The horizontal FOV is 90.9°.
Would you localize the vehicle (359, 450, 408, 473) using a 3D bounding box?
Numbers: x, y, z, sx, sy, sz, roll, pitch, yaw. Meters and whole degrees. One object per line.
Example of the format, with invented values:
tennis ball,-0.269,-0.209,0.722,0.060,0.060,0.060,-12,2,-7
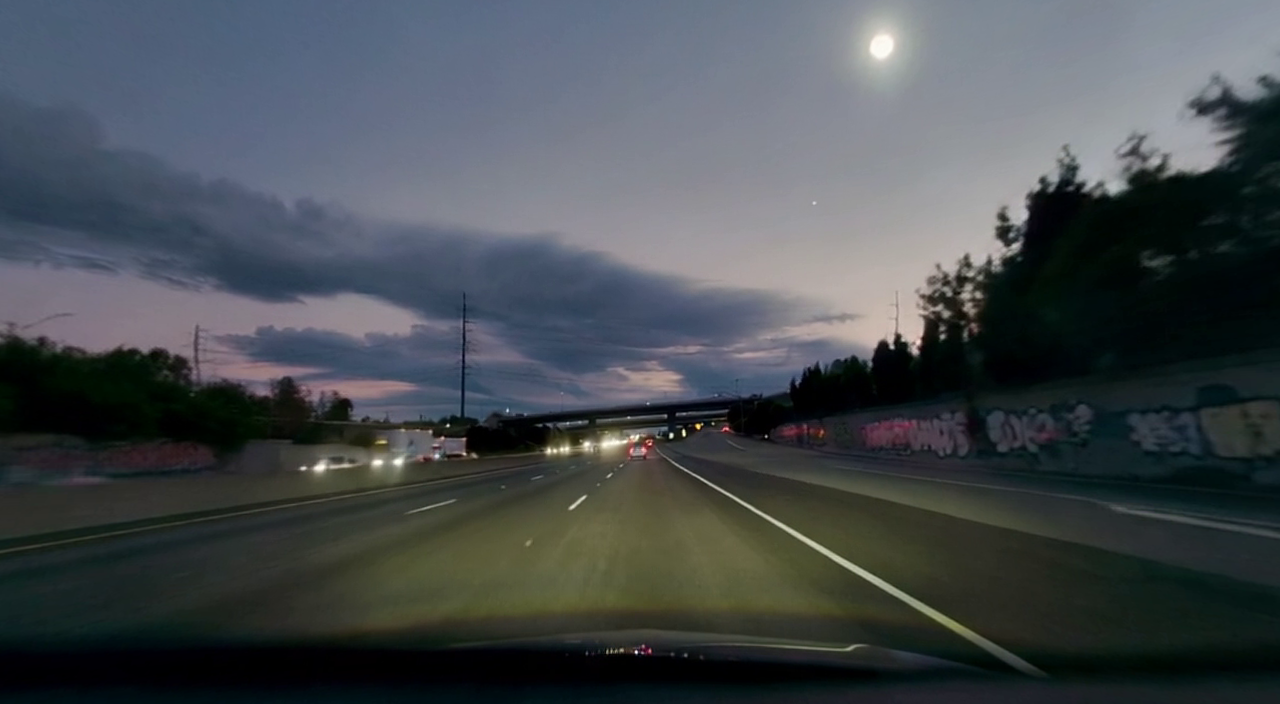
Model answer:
vehicle,-19.903,8.481,49.113,2.001,1.657,4.120,0,-9,1
